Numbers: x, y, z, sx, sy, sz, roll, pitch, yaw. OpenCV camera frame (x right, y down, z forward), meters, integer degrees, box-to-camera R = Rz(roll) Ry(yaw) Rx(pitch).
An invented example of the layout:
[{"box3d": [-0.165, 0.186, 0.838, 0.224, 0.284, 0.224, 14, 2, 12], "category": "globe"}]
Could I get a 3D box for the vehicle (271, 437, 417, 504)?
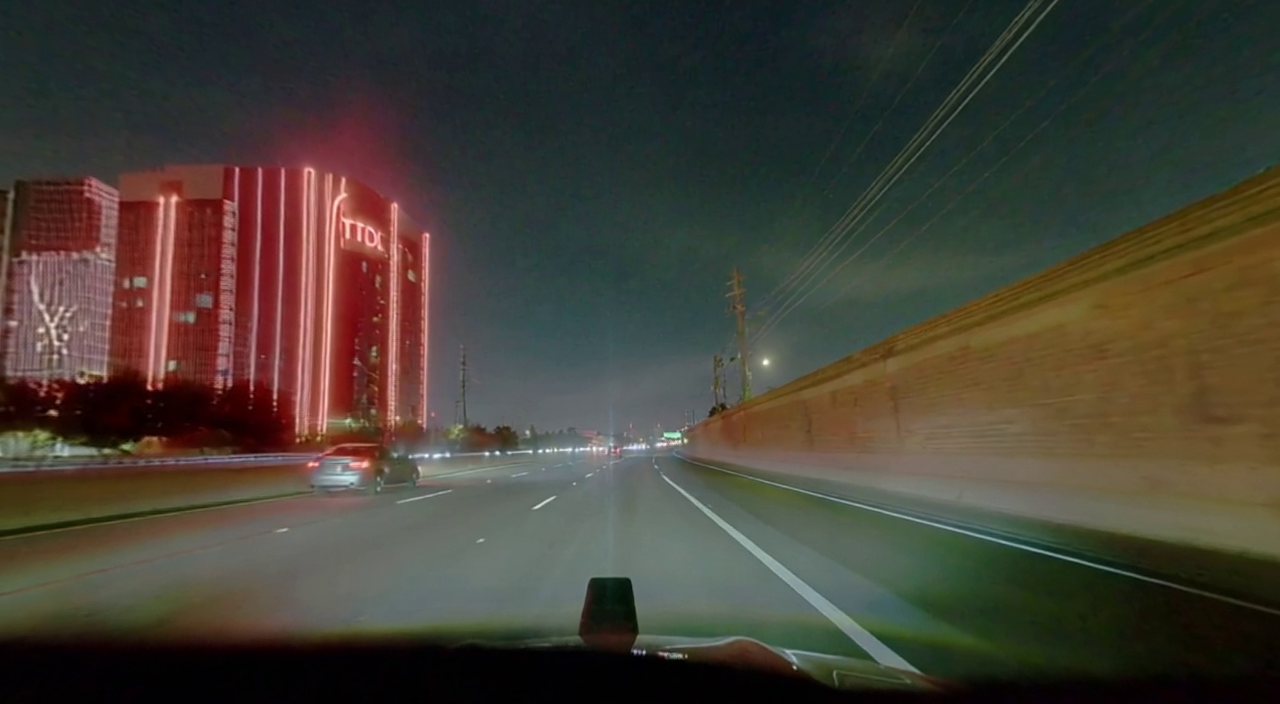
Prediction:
[{"box3d": [-7.733, 3.101, 16.987, 2.013, 1.574, 3.923, 0, -8, 0], "category": "vehicle"}]
